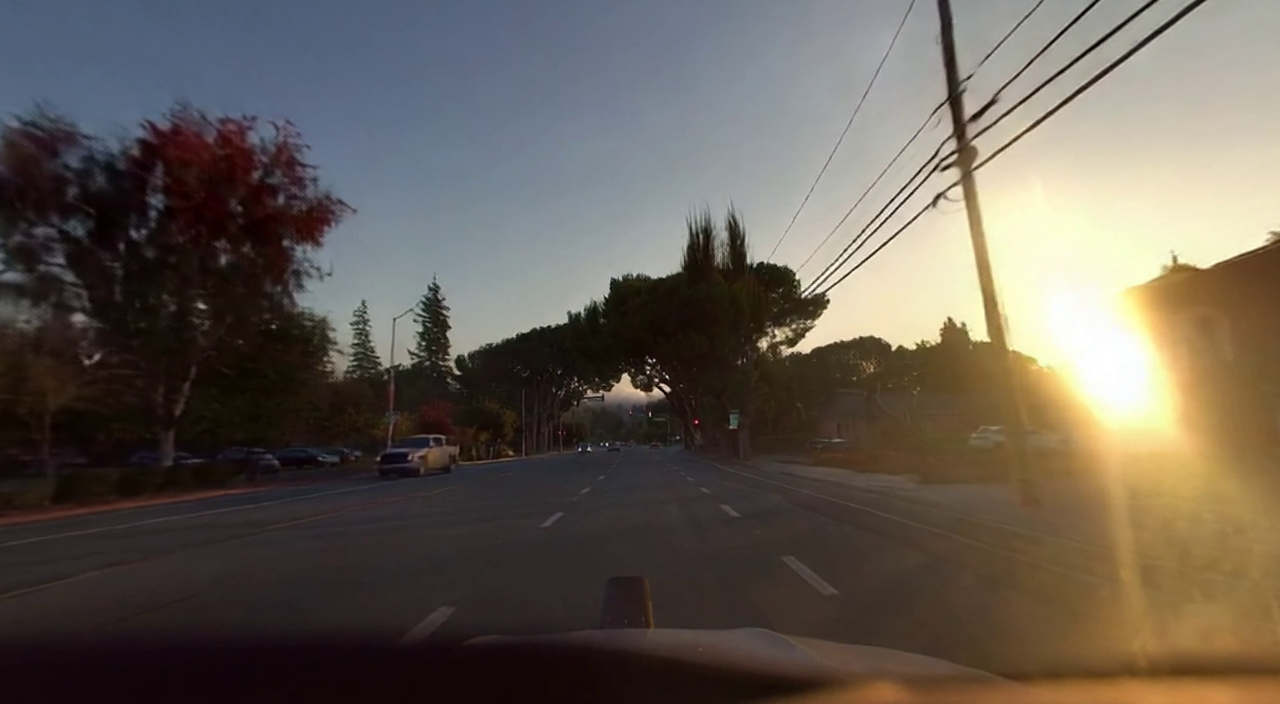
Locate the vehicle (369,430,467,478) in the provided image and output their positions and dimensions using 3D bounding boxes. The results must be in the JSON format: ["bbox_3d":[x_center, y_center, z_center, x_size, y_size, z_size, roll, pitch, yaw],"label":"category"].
[{"bbox_3d":[-10.040,4.660,29.127,2.294,1.975,5.773,0,-9,1],"label":"vehicle"}]

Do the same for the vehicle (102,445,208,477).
[{"bbox_3d":[-22.204,4.999,28.957,3.459,1.419,1.631,0,-9,-2],"label":"vehicle"}]

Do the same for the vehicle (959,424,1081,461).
[{"bbox_3d":[18.478,4.431,30.835,4.591,1.718,2.107,0,-9,-2],"label":"vehicle"}]

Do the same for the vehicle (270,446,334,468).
[{"bbox_3d":[-22.532,7.010,42.081,3.348,1.380,1.584,2,-8,-7],"label":"vehicle"}]

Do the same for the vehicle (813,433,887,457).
[{"bbox_3d":[15.275,6.803,46.056,4.625,1.467,1.991,-3,-8,2],"label":"vehicle"}]
